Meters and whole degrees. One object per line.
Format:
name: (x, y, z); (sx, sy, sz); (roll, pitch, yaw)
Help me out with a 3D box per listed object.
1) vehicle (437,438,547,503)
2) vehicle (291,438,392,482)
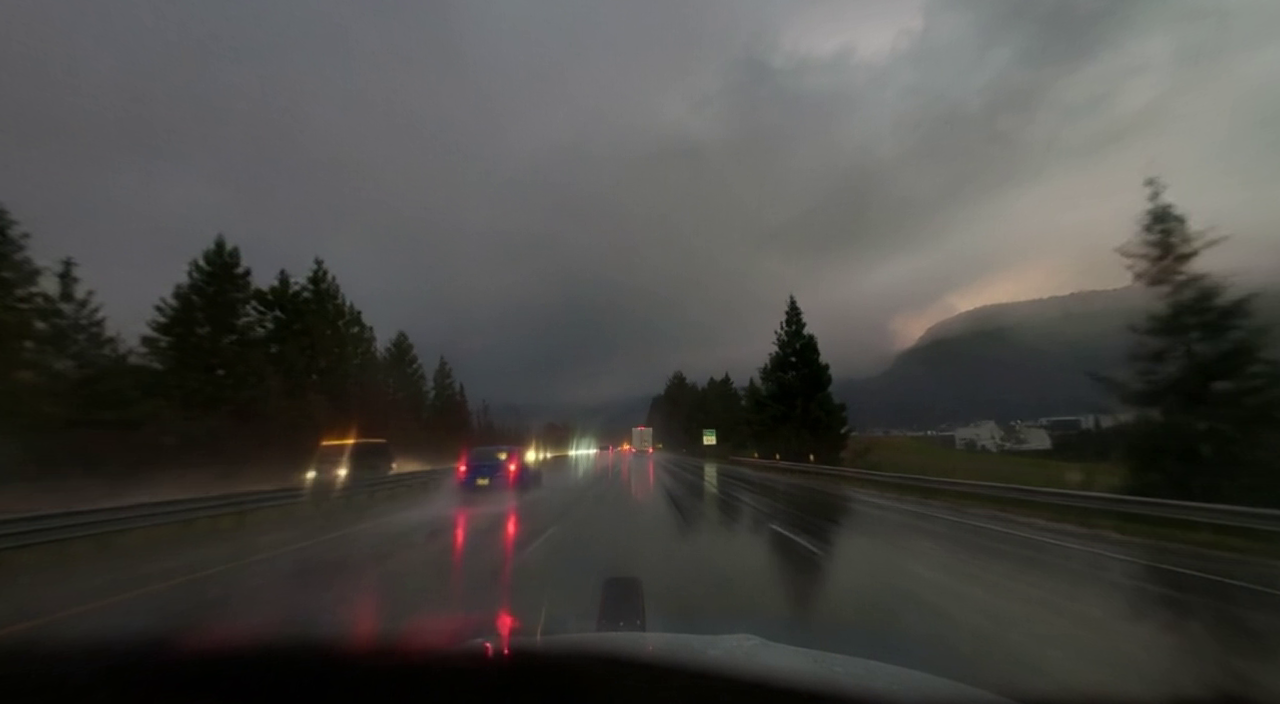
vehicle: (-3.855, 3.170, 17.200); (2.018, 1.548, 3.849); (-1, -9, 1)
vehicle: (-16.797, 6.137, 36.070); (2.441, 2.242, 6.646); (-1, -9, 1)
